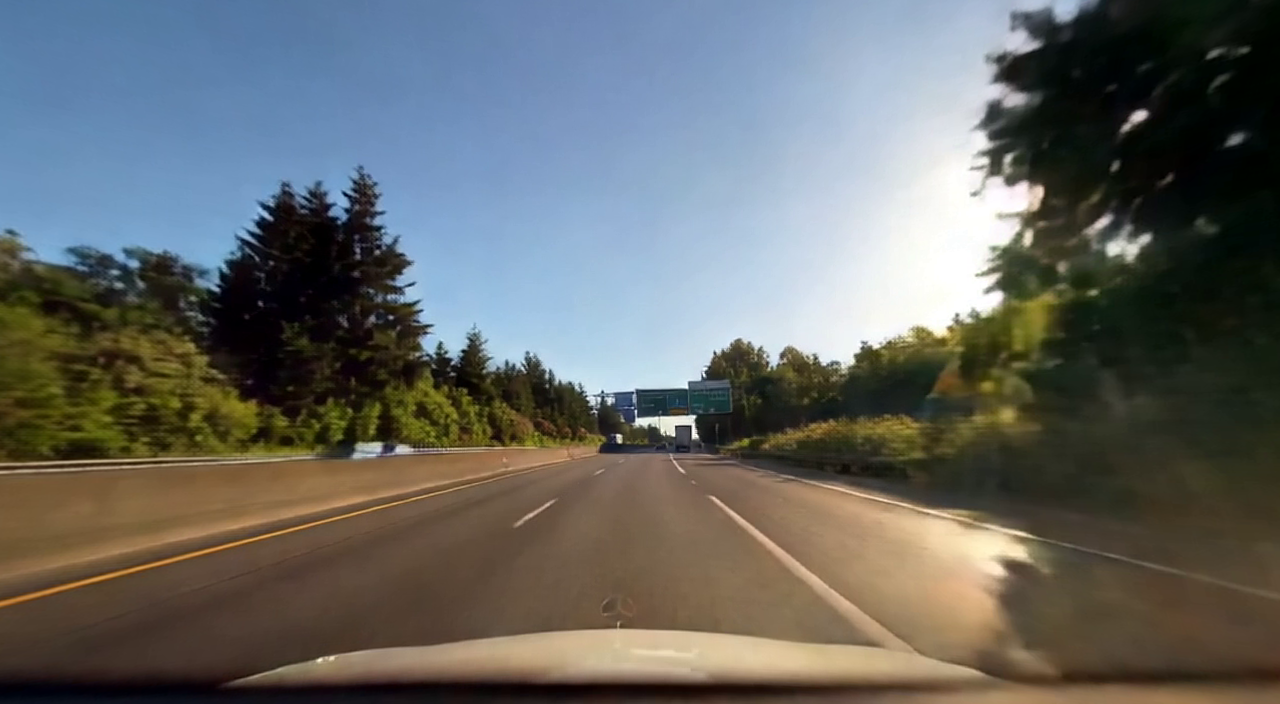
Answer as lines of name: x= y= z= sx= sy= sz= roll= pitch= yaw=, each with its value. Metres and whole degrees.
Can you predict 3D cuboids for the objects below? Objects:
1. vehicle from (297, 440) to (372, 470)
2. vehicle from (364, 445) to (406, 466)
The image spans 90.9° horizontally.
vehicle: x=-16.354 y=5.499 z=33.978 sx=1.897 sy=1.494 sz=4.215 roll=0 pitch=-8 yaw=1
vehicle: x=-20.116 y=8.184 z=49.861 sx=1.725 sy=1.504 sz=3.718 roll=0 pitch=-8 yaw=1
